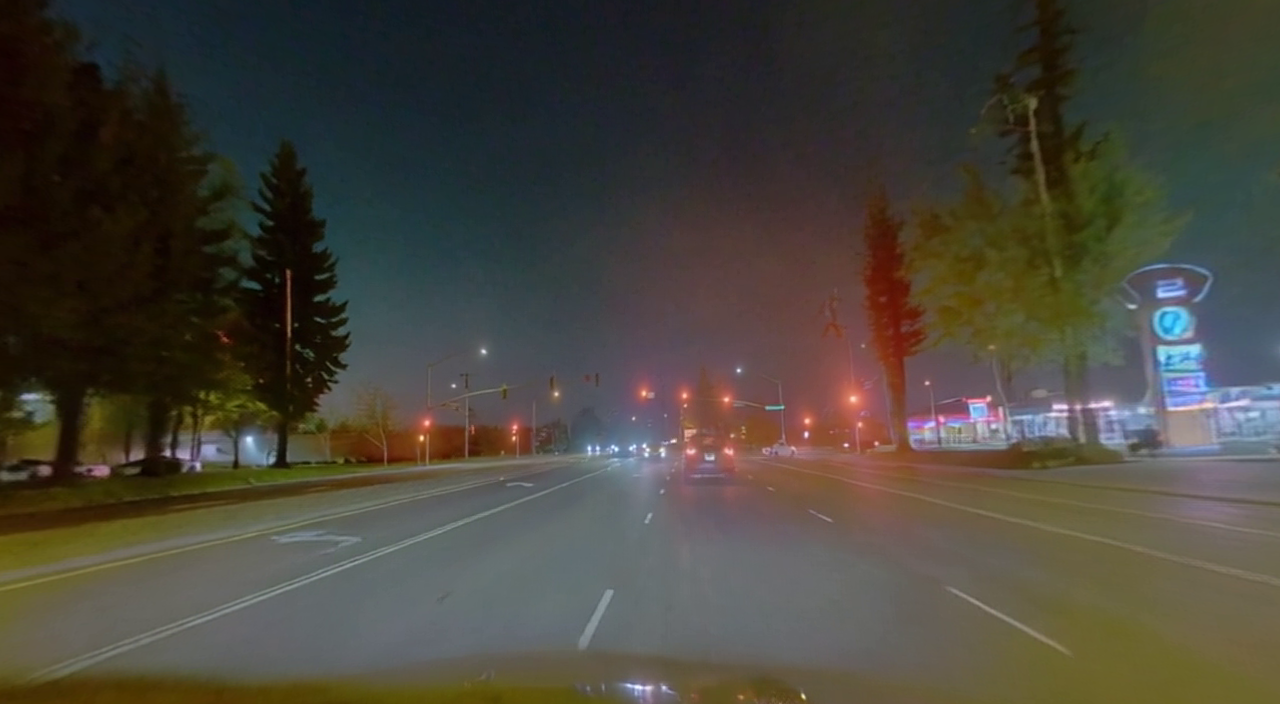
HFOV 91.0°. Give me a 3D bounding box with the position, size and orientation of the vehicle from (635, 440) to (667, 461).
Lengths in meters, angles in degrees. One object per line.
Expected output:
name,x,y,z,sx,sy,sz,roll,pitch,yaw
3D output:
vehicle,0.857,7.201,46.219,2.100,1.469,3.872,-1,-9,5

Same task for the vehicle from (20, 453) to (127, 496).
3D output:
vehicle,-25.371,5.422,28.170,4.428,1.708,1.952,-4,-10,27

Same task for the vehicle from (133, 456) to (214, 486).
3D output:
vehicle,-25.455,6.453,34.326,4.538,1.469,1.912,-6,-10,32

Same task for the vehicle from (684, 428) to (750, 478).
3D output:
vehicle,2.796,3.825,23.924,2.213,1.715,4.242,-1,-9,3
